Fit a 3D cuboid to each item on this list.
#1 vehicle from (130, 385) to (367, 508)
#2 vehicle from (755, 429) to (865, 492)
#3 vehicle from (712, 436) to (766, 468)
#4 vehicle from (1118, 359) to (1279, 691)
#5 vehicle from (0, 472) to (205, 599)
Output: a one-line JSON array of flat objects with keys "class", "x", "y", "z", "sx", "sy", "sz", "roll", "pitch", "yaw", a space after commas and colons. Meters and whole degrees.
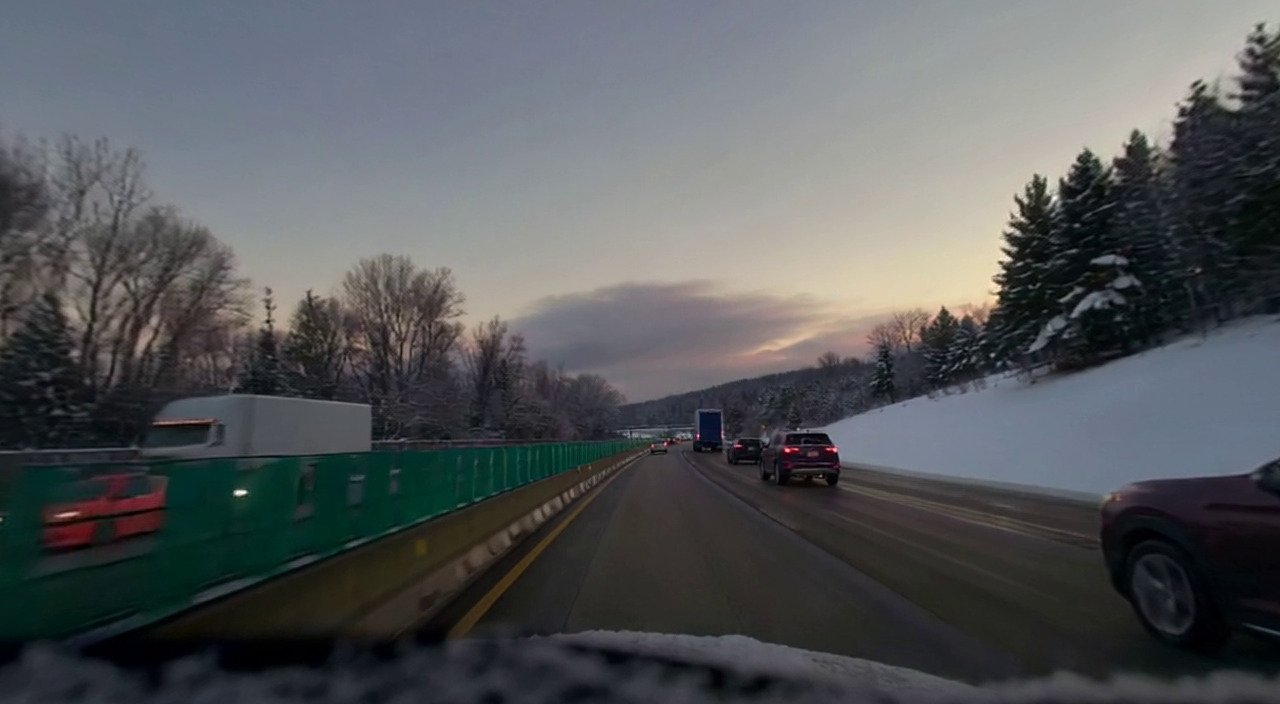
[{"class": "vehicle", "x": -13.951, "y": 3.546, "z": 23.981, "sx": 2.992, "sy": 3.720, "sz": 9.676, "roll": 1, "pitch": -8, "yaw": -2}, {"class": "vehicle", "x": 4.609, "y": 2.988, "z": 17.738, "sx": 1.940, "sy": 1.539, "sz": 4.005, "roll": 0, "pitch": -8, "yaw": 0}, {"class": "vehicle", "x": 4.950, "y": 5.069, "z": 32.084, "sx": 2.000, "sy": 1.473, "sz": 4.440, "roll": 0, "pitch": -8, "yaw": 0}, {"class": "vehicle", "x": 4.350, "y": 0.722, "z": 2.037, "sx": 2.110, "sy": 1.684, "sz": 4.390, "roll": 0, "pitch": -8, "yaw": 0}, {"class": "vehicle", "x": -9.277, "y": 2.743, "z": 10.030, "sx": 1.804, "sy": 1.447, "sz": 4.181, "roll": 1, "pitch": -8, "yaw": -2}]
